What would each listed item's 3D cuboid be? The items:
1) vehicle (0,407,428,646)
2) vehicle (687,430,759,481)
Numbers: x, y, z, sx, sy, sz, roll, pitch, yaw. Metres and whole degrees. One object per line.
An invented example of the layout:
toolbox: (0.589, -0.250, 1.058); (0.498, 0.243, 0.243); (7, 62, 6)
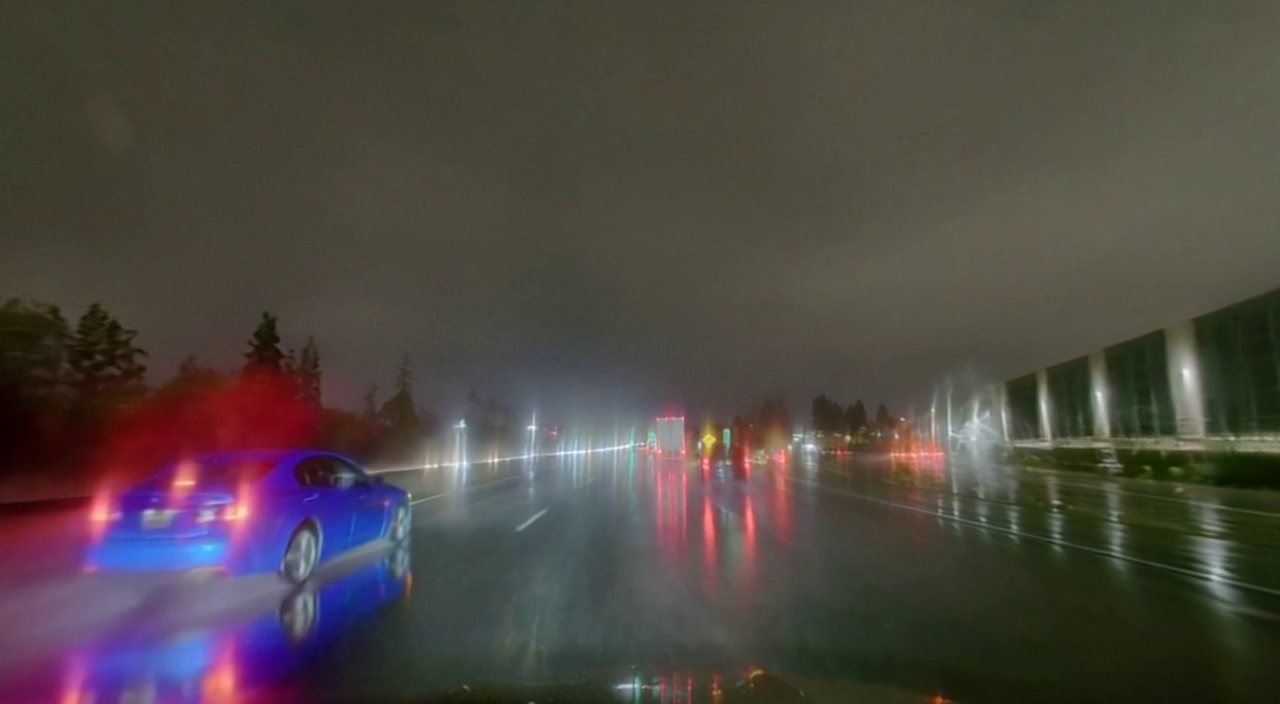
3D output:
vehicle: (-4.043, 1.534, 6.739); (1.903, 1.607, 4.770); (0, -8, 0)
vehicle: (3.101, 3.974, 24.547); (2.065, 1.760, 4.488); (0, -8, -1)
